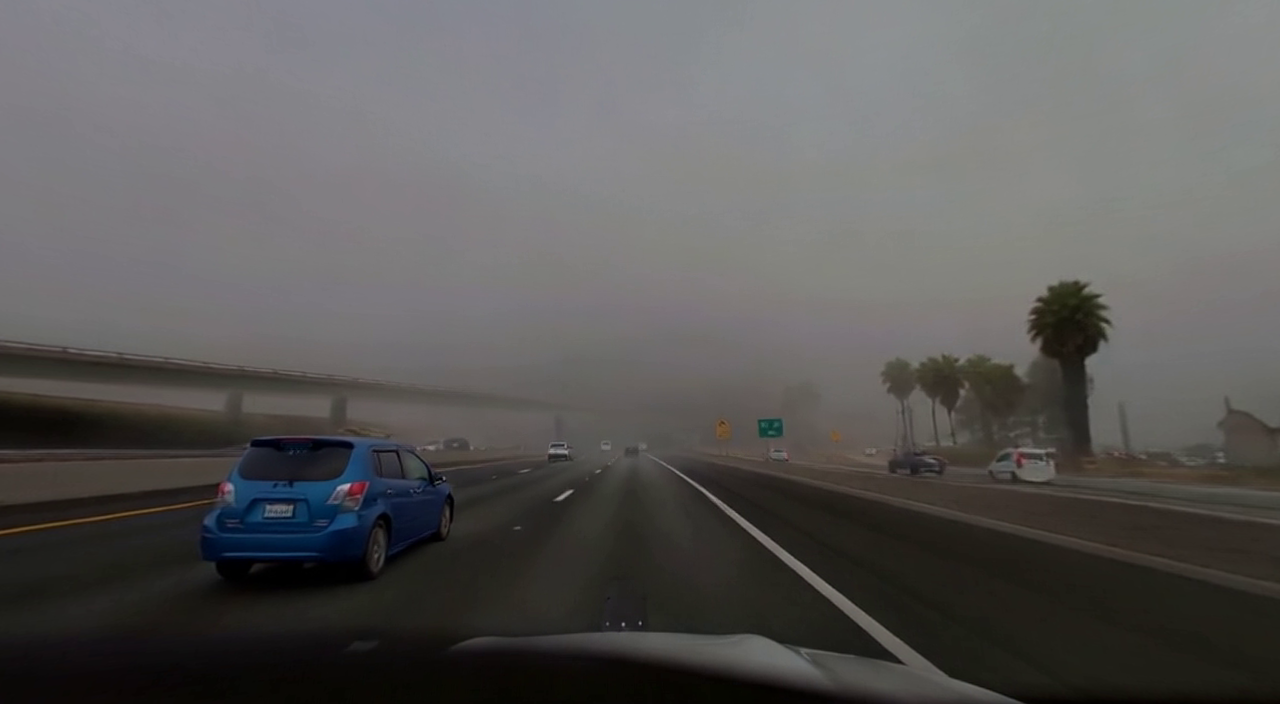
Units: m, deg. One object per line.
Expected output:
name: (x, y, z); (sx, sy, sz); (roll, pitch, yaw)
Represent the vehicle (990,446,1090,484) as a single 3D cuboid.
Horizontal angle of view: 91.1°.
vehicle: (20.266, 5.709, 32.089); (2.294, 1.737, 4.708); (-1, -8, 5)
